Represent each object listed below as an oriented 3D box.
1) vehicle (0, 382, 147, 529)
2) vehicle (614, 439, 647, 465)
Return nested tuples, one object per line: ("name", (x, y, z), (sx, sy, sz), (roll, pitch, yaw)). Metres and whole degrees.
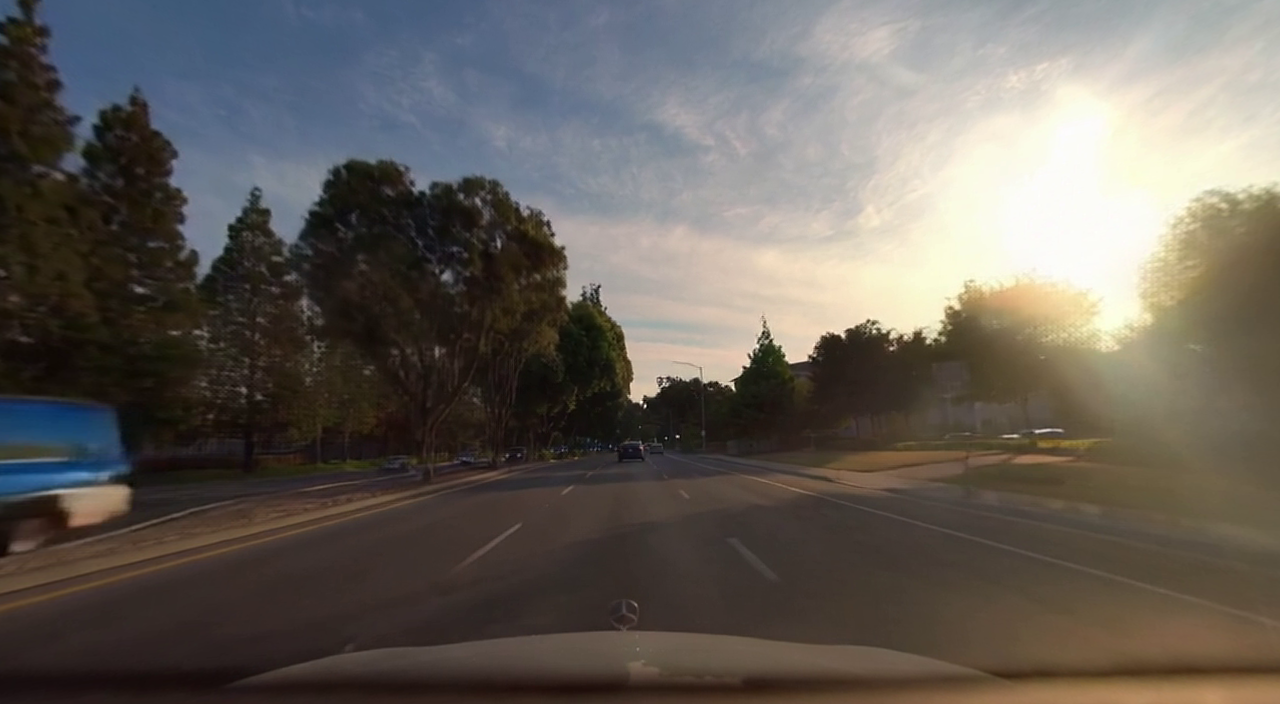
("vehicle", (-14.943, 2.097, 12.754), (2.941, 3.068, 8.587), (0, -9, 1))
("vehicle", (-0.649, 7.041, 44.463), (2.174, 1.703, 4.231), (0, -9, 0))
